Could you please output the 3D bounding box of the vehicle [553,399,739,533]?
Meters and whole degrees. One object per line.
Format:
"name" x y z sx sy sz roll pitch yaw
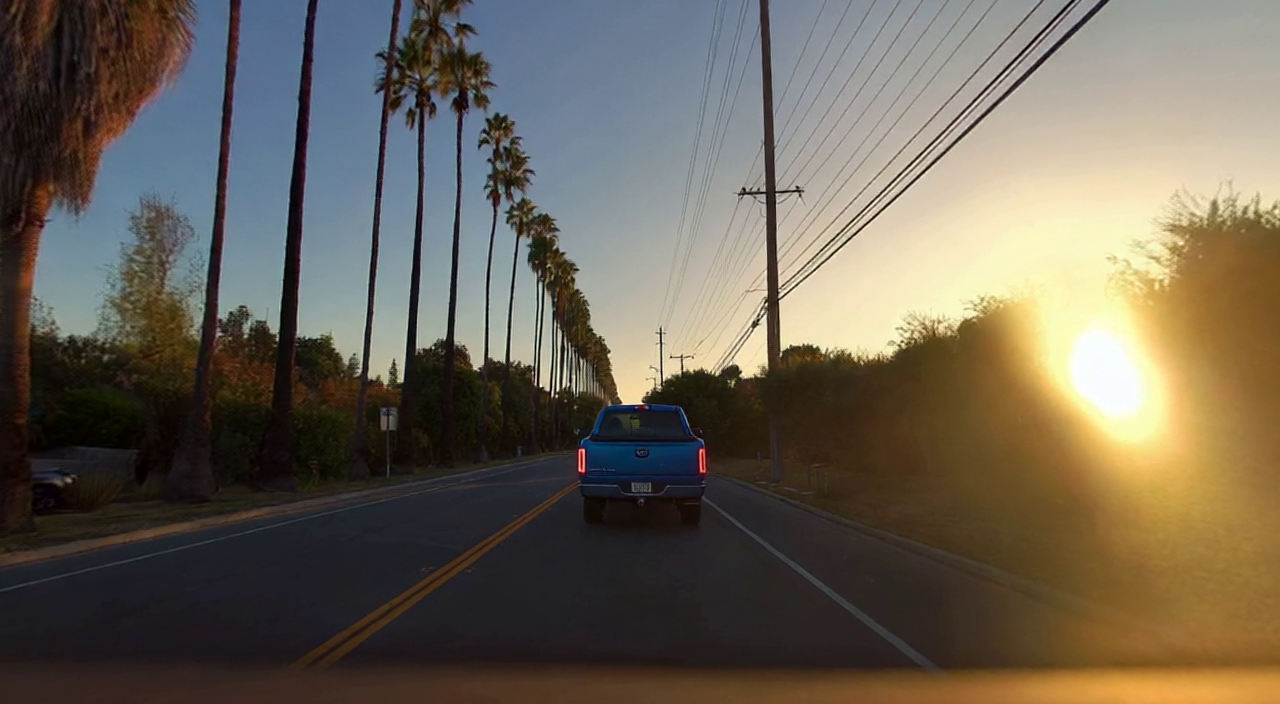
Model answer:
"vehicle" 0.048 2.152 12.505 2.803 2.005 5.885 0 -8 -1
